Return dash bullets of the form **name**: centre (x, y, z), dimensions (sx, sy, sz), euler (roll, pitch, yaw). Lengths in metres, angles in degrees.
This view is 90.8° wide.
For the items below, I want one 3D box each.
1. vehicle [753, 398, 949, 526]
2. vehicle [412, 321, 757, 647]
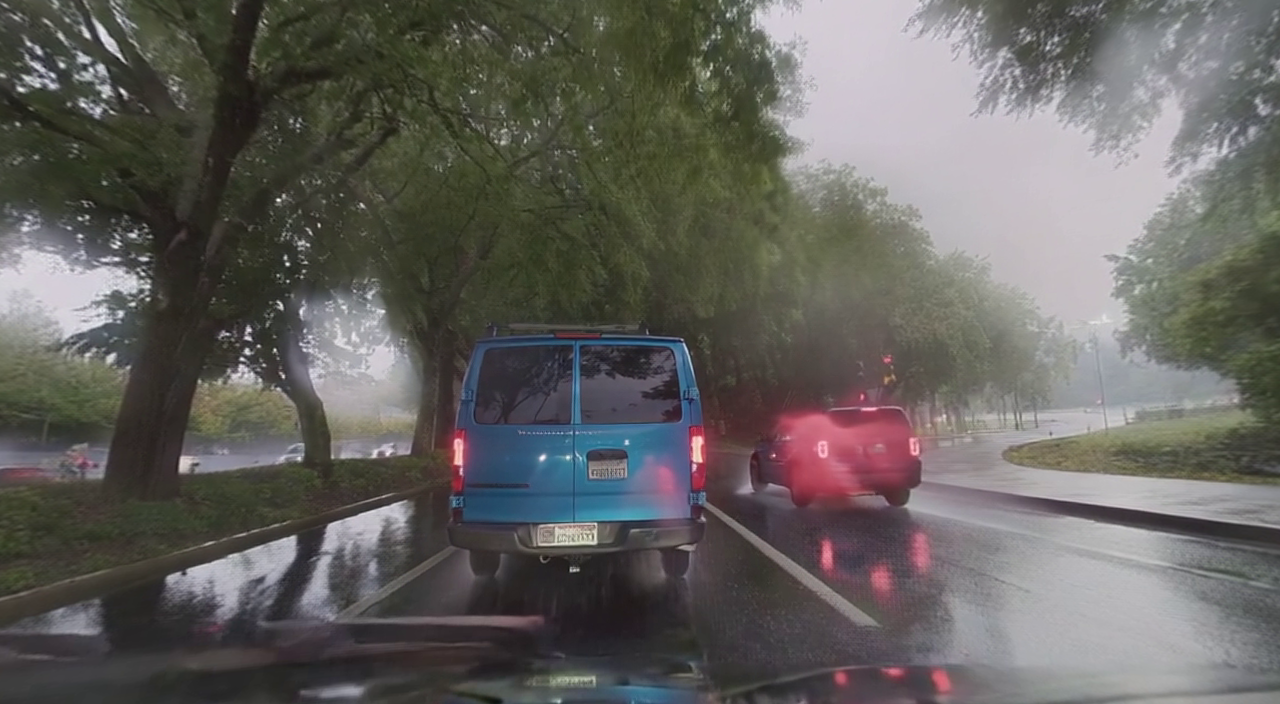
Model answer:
- **vehicle**: centre (3.477, 1.923, 11.372), dimensions (1.988, 1.873, 3.968), euler (0, -9, -2)
- **vehicle**: centre (-0.307, 1.130, 6.195), dimensions (2.145, 2.046, 4.309), euler (0, -9, 1)
